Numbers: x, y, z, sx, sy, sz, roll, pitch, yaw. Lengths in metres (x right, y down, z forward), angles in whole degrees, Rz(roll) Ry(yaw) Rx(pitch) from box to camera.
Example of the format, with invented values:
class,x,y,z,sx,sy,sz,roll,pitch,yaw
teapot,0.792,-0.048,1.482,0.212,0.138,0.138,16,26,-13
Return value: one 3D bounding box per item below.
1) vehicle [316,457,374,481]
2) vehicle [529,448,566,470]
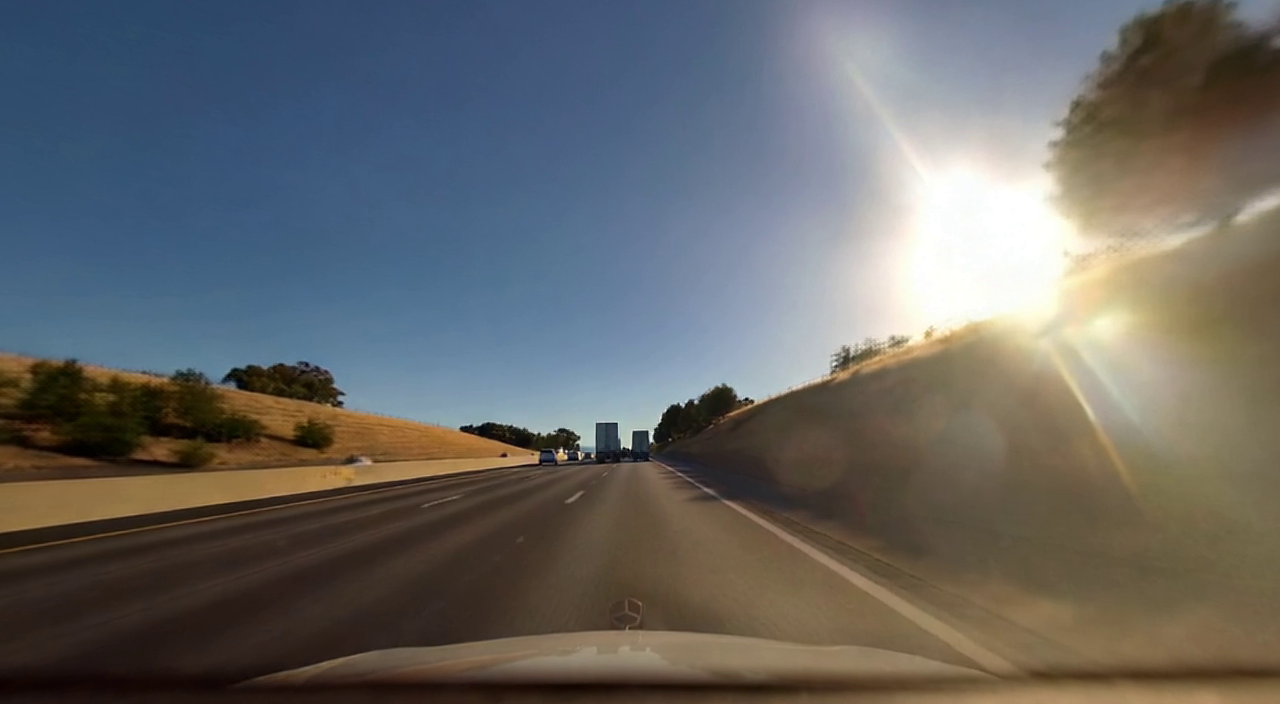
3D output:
class,x,y,z,sx,sy,sz,roll,pitch,yaw
vehicle,-19.126,7.576,41.119,1.765,1.433,4.150,0,-9,0
vehicle,-6.648,7.779,45.909,2.091,1.527,4.455,0,-9,-1
